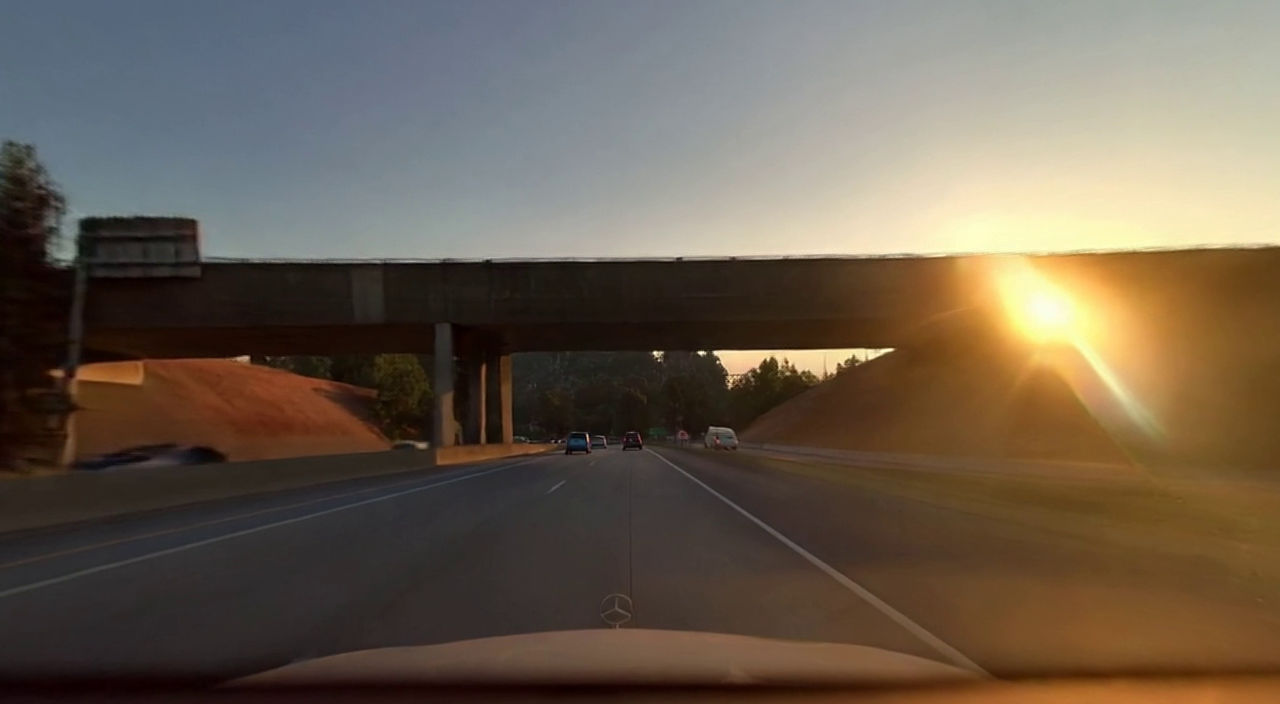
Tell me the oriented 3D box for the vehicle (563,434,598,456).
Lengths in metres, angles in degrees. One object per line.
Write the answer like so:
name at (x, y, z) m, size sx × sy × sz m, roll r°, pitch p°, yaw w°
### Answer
vehicle at (-4.355, 6.880, 46.758) m, size 2.169 × 1.588 × 4.264 m, roll 0°, pitch -8°, yaw -1°

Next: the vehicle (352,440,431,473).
vehicle at (-12.440, 5.240, 31.938) m, size 2.226 × 1.472 × 4.442 m, roll 0°, pitch -8°, yaw -1°

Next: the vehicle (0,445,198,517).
vehicle at (-12.997, 2.951, 14.980) m, size 2.062 × 1.437 × 4.002 m, roll 0°, pitch -8°, yaw -1°
